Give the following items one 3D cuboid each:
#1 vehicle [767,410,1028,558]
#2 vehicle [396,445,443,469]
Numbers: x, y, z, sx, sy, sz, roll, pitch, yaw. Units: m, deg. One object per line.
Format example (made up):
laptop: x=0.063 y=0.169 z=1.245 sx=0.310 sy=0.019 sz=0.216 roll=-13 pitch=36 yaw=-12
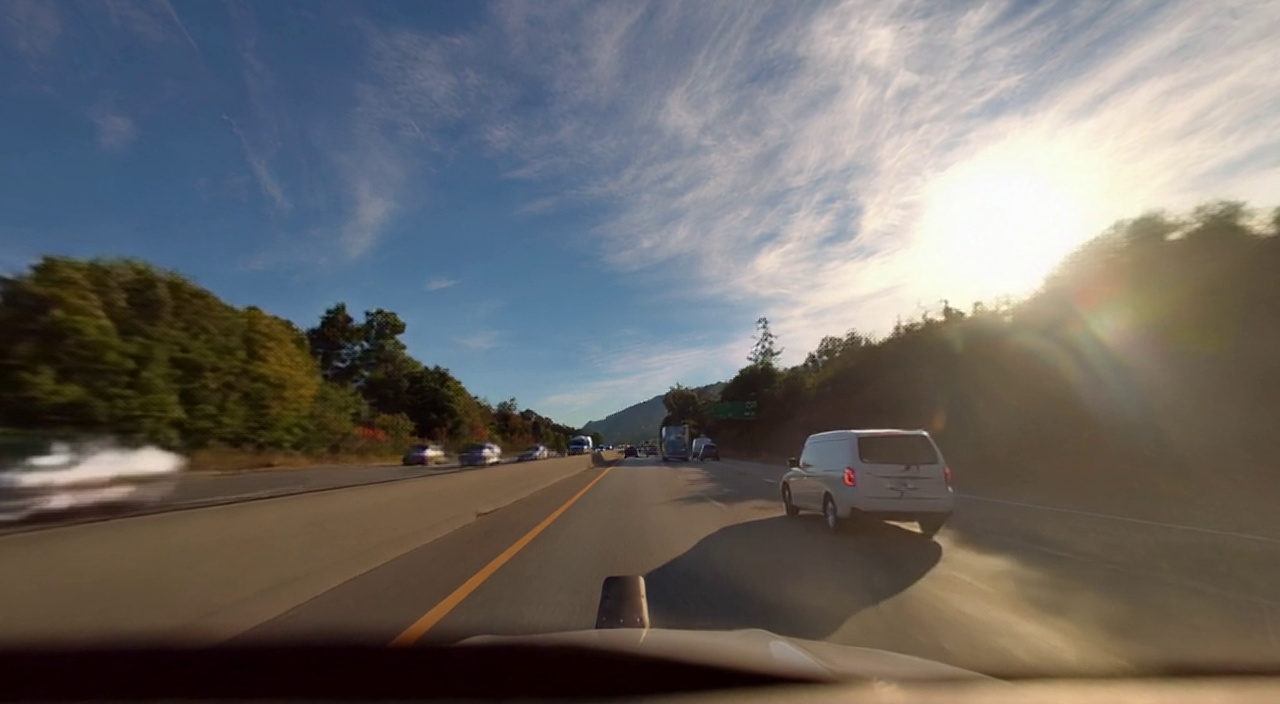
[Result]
vehicle: x=3.572 y=1.941 z=9.944 sx=2.070 sy=1.751 sz=4.576 roll=0 pitch=-9 yaw=-1
vehicle: x=-16.079 y=7.677 z=46.244 sx=1.949 sy=1.657 sz=4.170 roll=0 pitch=-9 yaw=-1
